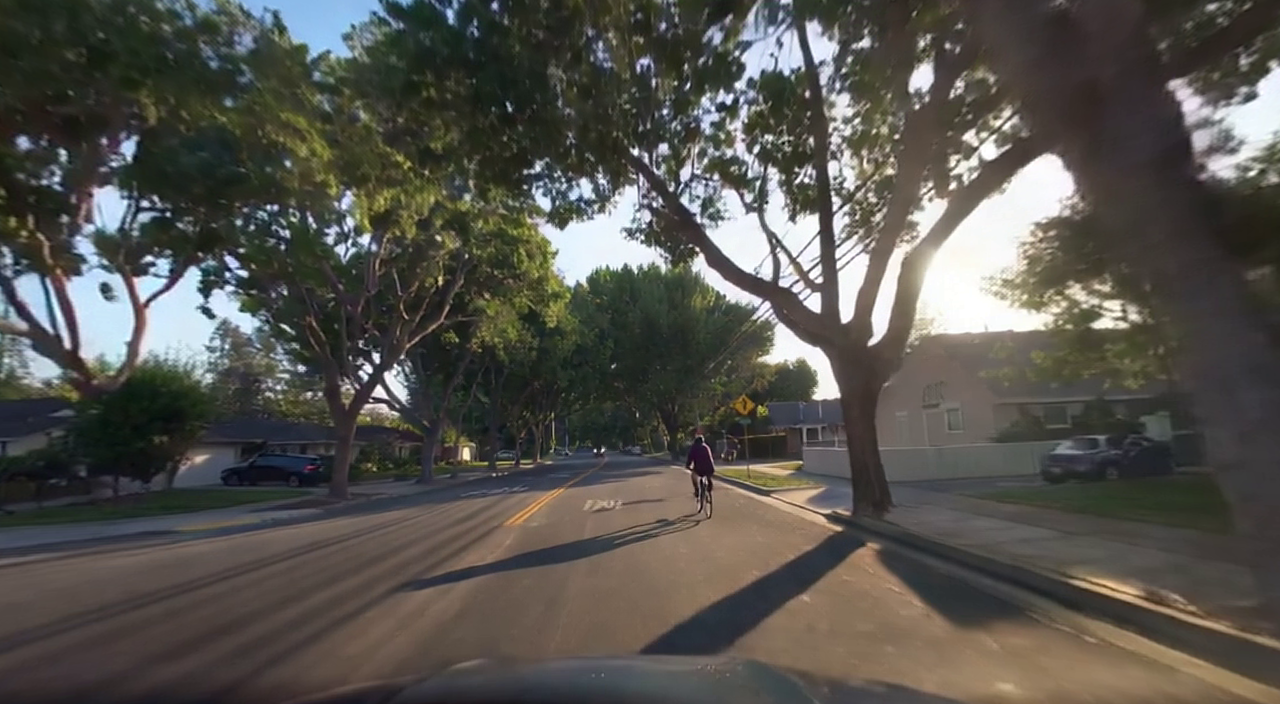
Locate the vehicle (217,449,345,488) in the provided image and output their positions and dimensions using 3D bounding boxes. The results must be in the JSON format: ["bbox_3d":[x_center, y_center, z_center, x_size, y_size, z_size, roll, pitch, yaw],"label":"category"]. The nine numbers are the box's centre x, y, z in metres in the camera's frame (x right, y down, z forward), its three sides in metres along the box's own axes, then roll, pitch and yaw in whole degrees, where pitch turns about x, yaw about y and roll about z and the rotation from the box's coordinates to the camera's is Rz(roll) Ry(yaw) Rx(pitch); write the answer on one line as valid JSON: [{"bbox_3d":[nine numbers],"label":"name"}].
[{"bbox_3d":[-14.629,4.753,25.904,4.143,1.480,1.755,0,-8,-2],"label":"vehicle"}]
